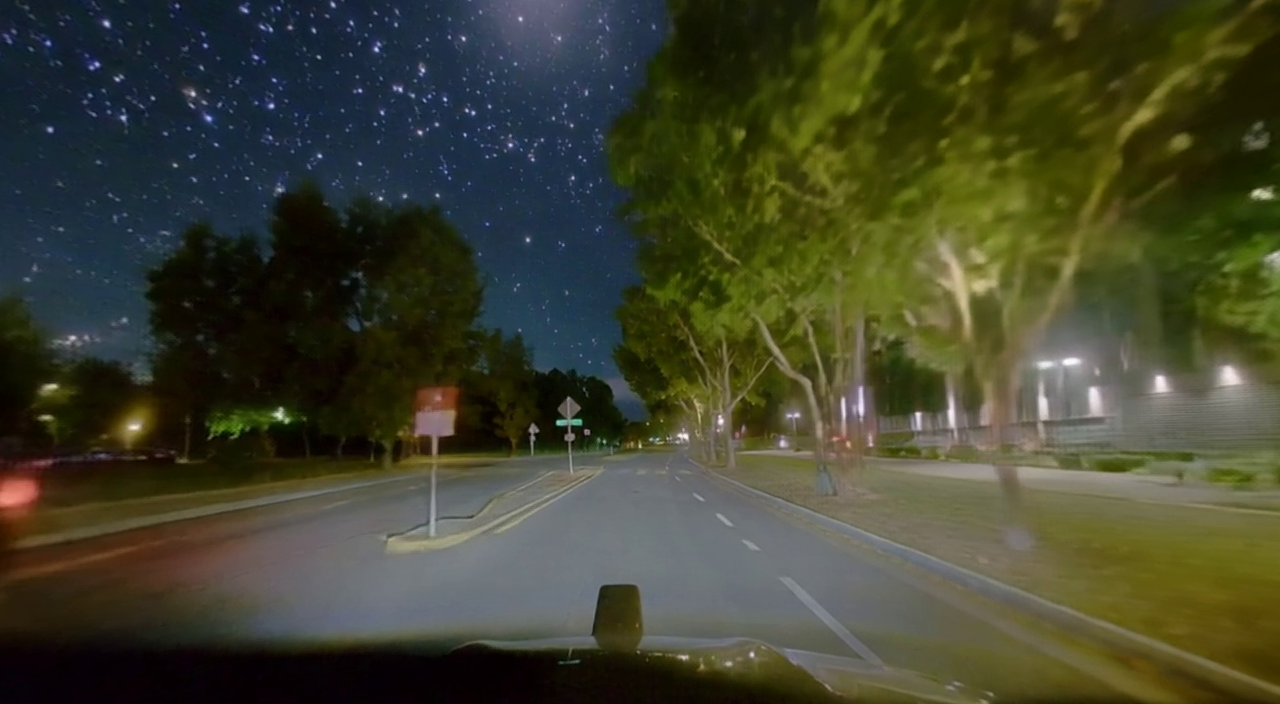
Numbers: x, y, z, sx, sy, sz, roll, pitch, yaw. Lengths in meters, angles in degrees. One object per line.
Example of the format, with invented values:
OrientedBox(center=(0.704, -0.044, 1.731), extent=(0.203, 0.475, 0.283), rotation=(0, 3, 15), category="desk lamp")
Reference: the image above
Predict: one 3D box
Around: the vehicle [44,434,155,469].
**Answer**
OrientedBox(center=(-28.869, 5.319, 33.970), extent=(1.977, 1.701, 4.396), rotation=(1, -8, 0), category="vehicle")

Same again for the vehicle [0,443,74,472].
OrientedBox(center=(-34.062, 5.755, 34.659), extent=(1.785, 1.493, 4.343), rotation=(0, -8, 3), category="vehicle")

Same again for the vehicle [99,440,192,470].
OrientedBox(center=(-26.473, 5.492, 34.013), extent=(1.641, 1.505, 4.016), rotation=(-1, -8, 2), category="vehicle")

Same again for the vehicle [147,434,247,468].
OrientedBox(center=(-23.807, 5.403, 34.183), extent=(1.850, 1.662, 4.580), rotation=(1, -10, 3), category="vehicle")
